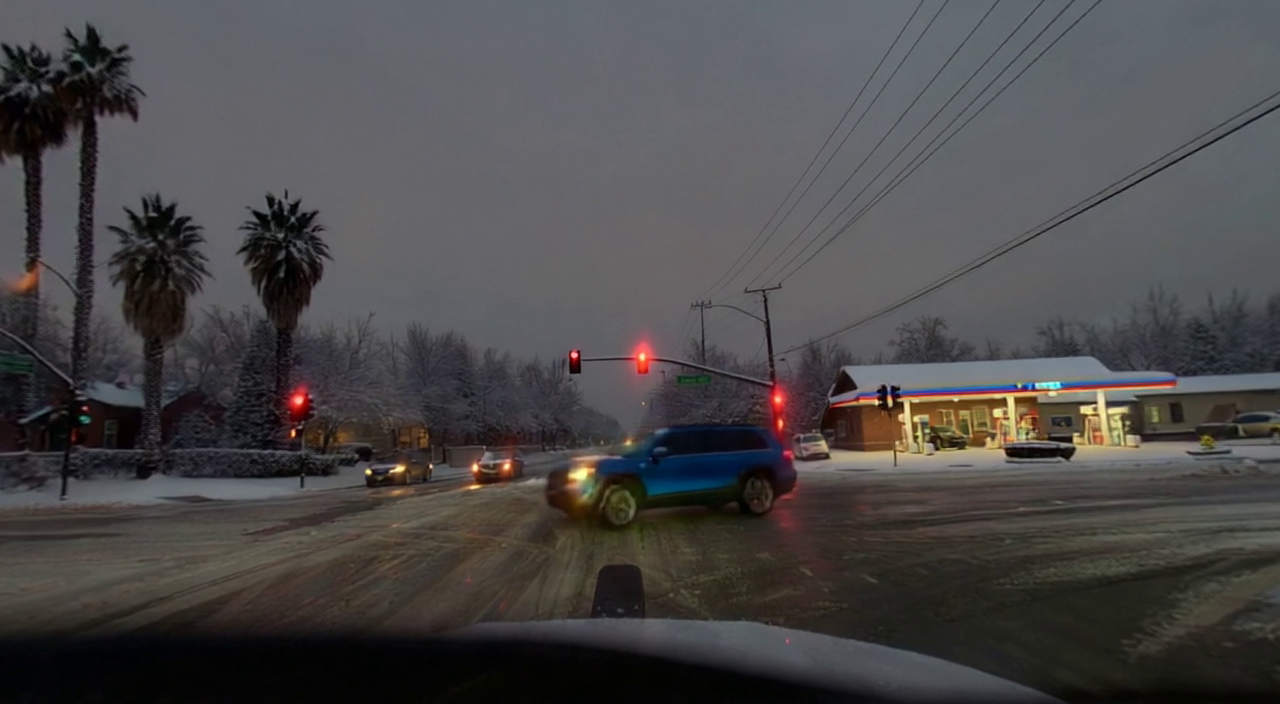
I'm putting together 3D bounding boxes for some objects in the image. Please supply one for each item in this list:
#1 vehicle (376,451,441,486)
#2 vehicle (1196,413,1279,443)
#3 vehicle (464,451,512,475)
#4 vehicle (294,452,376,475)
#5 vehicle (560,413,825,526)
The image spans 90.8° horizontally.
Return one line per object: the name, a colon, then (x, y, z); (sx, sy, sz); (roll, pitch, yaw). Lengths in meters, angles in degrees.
vehicle: (-13.054, 6.552, 35.956); (2.009, 1.777, 4.559); (0, -9, -1)
vehicle: (38.299, 4.793, 39.973); (4.488, 1.447, 1.765); (-5, -8, -1)
vehicle: (-9.891, 7.253, 41.394); (2.085, 1.451, 4.311); (0, -9, 0)
vehicle: (-20.948, 7.679, 43.518); (4.672, 1.469, 1.816); (-1, -9, -2)
vehicle: (1.159, 2.237, 12.561); (5.086, 1.817, 1.952); (5, -10, -34)
